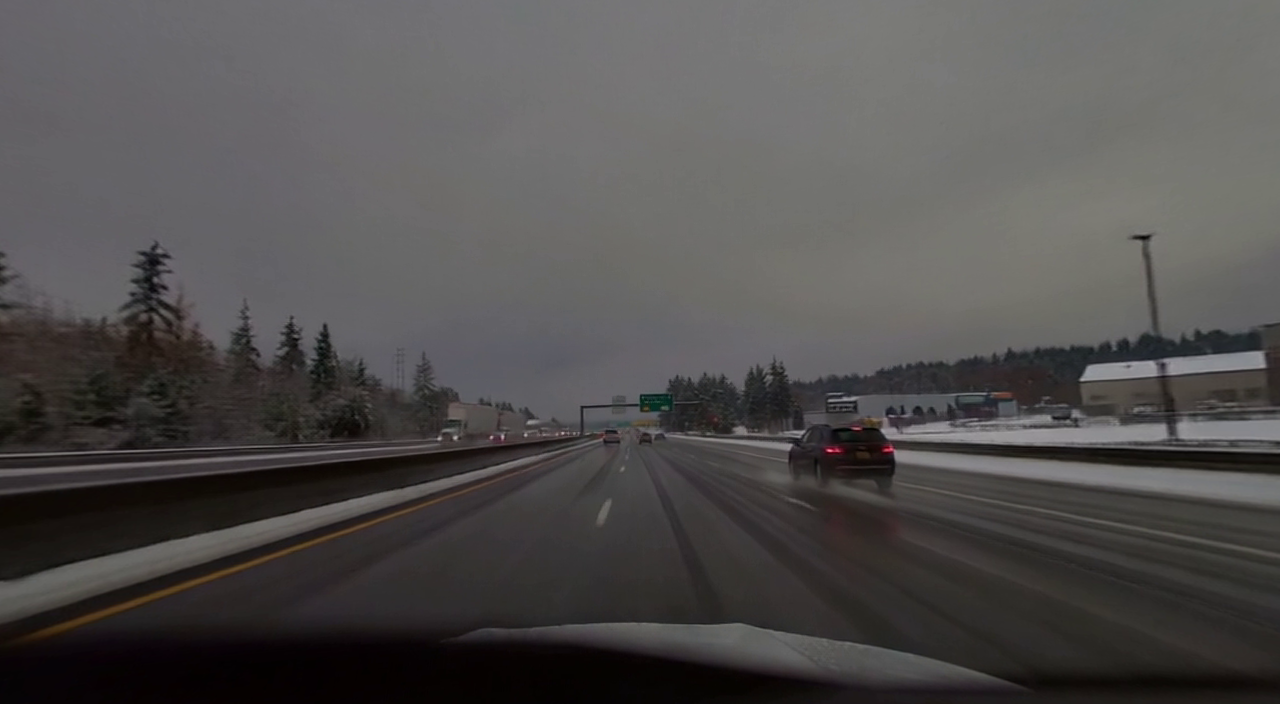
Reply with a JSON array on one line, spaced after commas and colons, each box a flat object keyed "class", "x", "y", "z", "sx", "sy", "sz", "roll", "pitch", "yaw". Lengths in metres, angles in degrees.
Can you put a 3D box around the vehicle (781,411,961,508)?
[{"class": "vehicle", "x": 4.423, "y": 2.127, "z": 12.894, "sx": 2.022, "sy": 1.637, "sz": 4.229, "roll": 0, "pitch": -8, "yaw": -1}]
